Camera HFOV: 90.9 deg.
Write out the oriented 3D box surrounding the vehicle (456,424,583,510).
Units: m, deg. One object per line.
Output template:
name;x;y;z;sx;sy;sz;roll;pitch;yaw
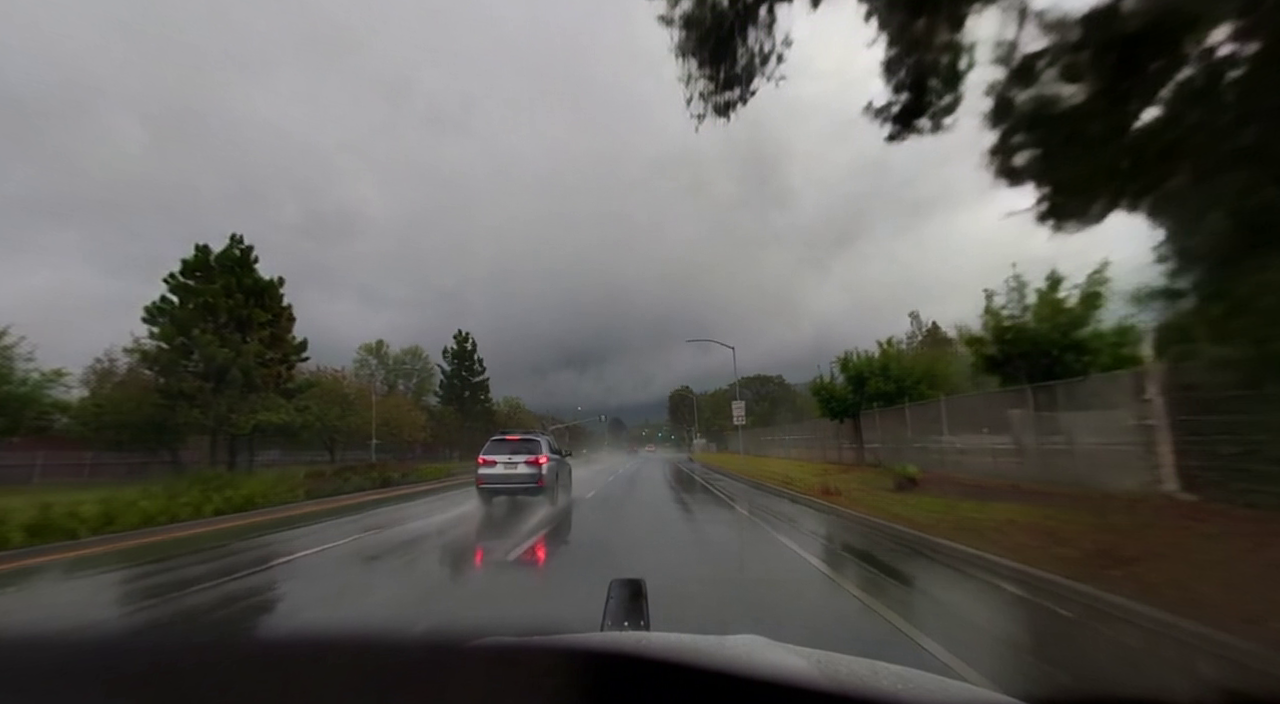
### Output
vehicle;-2.838;2.838;16.067;2.160;1.855;4.695;-1;-8;2
